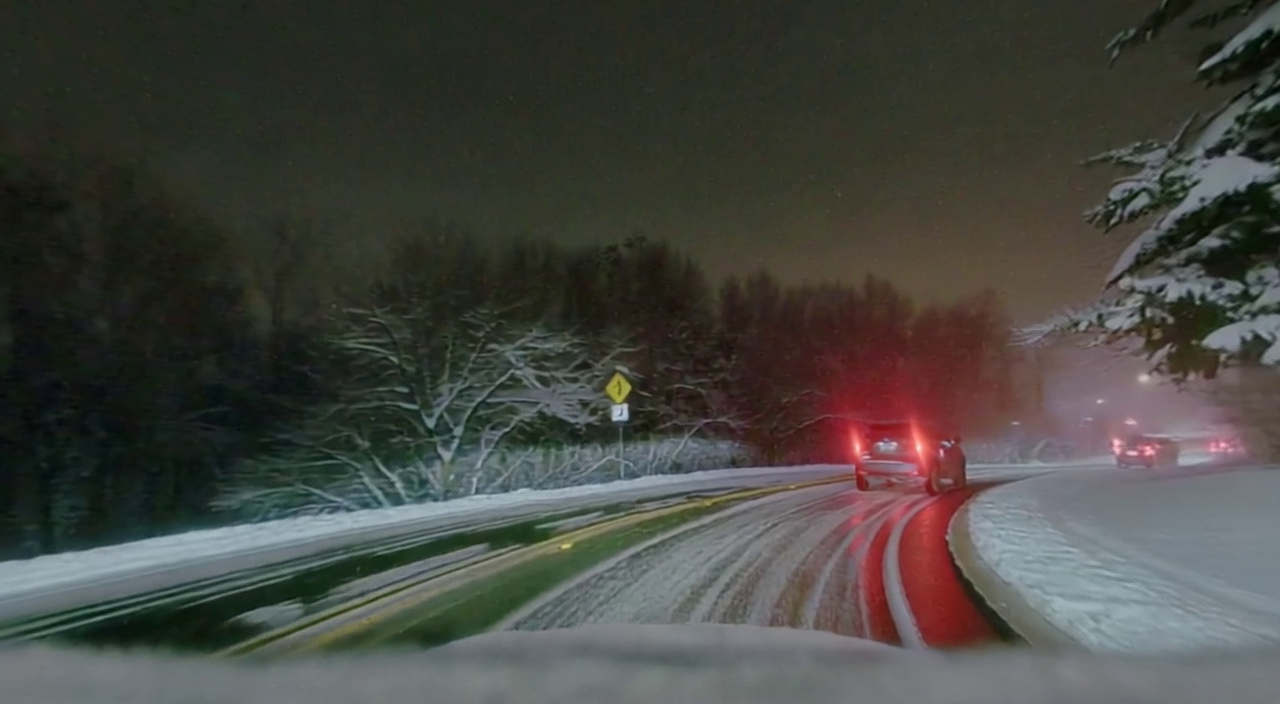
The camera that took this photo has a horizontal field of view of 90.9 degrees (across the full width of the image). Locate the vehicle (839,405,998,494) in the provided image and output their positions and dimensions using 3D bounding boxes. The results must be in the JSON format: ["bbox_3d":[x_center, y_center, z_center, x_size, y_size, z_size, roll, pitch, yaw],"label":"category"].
[{"bbox_3d":[7.697,2.608,17.026,2.500,1.961,5.637,-7,-11,38],"label":"vehicle"}]
